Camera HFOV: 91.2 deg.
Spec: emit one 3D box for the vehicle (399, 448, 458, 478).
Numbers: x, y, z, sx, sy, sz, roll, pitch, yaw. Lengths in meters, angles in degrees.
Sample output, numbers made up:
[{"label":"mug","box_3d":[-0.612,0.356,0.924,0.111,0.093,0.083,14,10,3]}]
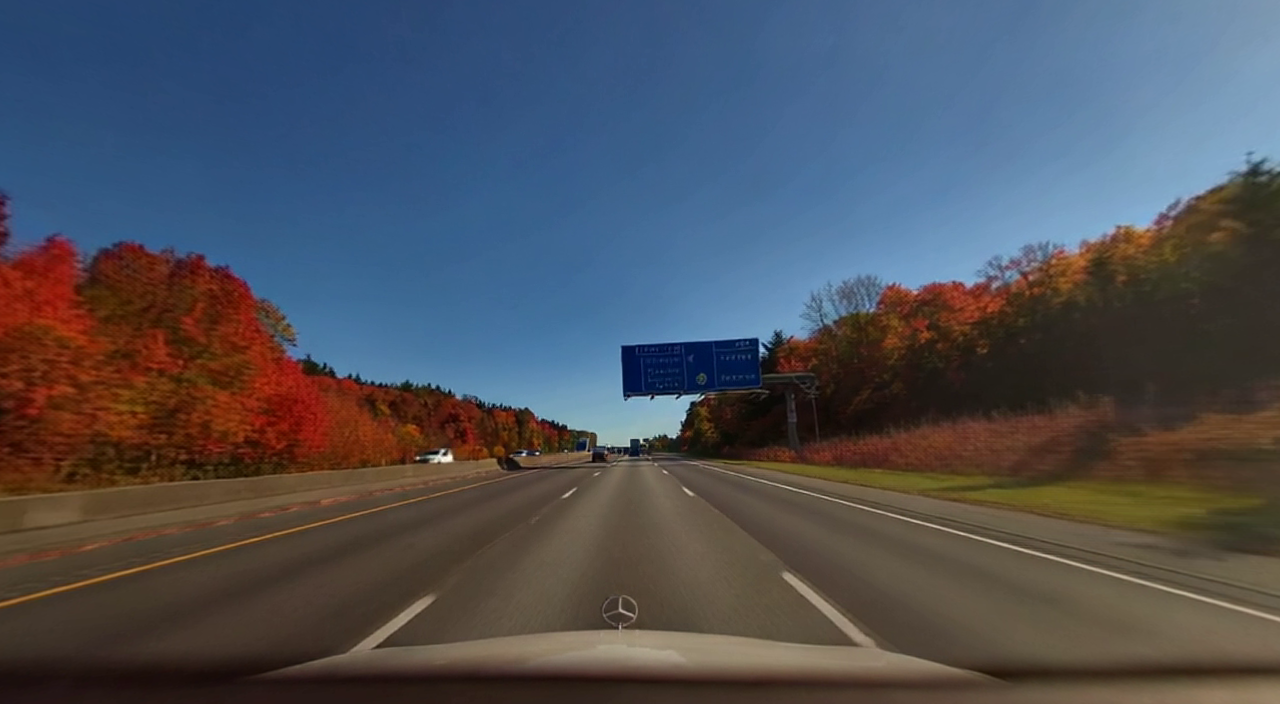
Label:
[{"label":"vehicle","box_3d":[-11.868,6.237,35.410,1.841,1.547,4.273,0,-9,0]}]
